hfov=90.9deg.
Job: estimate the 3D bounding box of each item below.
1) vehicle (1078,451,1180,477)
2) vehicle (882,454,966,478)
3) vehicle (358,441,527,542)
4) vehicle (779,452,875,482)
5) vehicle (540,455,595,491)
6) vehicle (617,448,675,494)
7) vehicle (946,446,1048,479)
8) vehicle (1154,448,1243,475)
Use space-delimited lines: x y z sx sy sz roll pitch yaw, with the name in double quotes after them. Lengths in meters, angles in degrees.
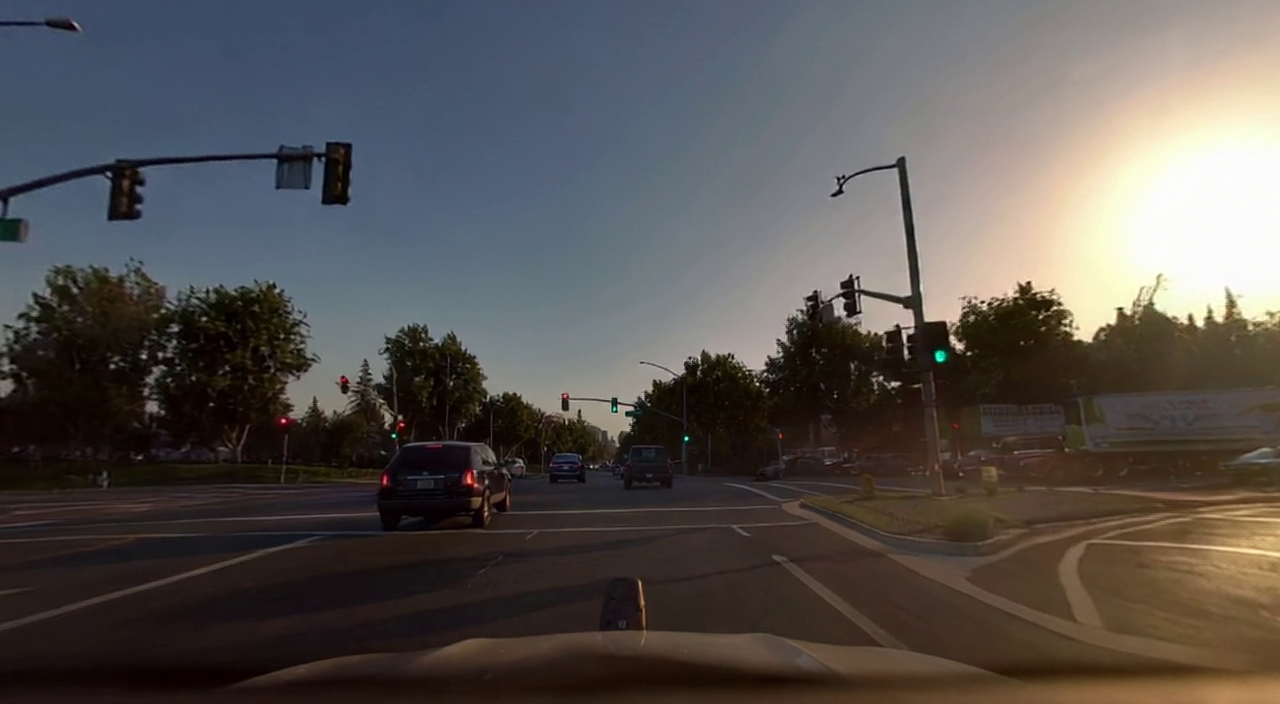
28.928 6.647 37.388 4.365 1.448 1.928 0 -8 1 "vehicle"
18.419 7.413 41.027 4.478 1.495 2.063 0 -8 0 "vehicle"
-3.362 2.408 11.512 1.960 1.528 3.490 0 -8 0 "vehicle"
10.936 6.810 37.060 4.875 1.473 2.077 -2 -12 -2 "vehicle"
-3.402 5.749 30.270 2.013 1.474 4.393 0 -8 1 "vehicle"
0.249 4.770 25.606 2.163 1.678 3.846 0 -8 1 "vehicle"
21.010 6.533 37.228 4.585 1.681 2.140 -3 -10 0 "vehicle"
39.776 7.804 44.944 4.580 1.807 1.967 0 -8 -3 "vehicle"
